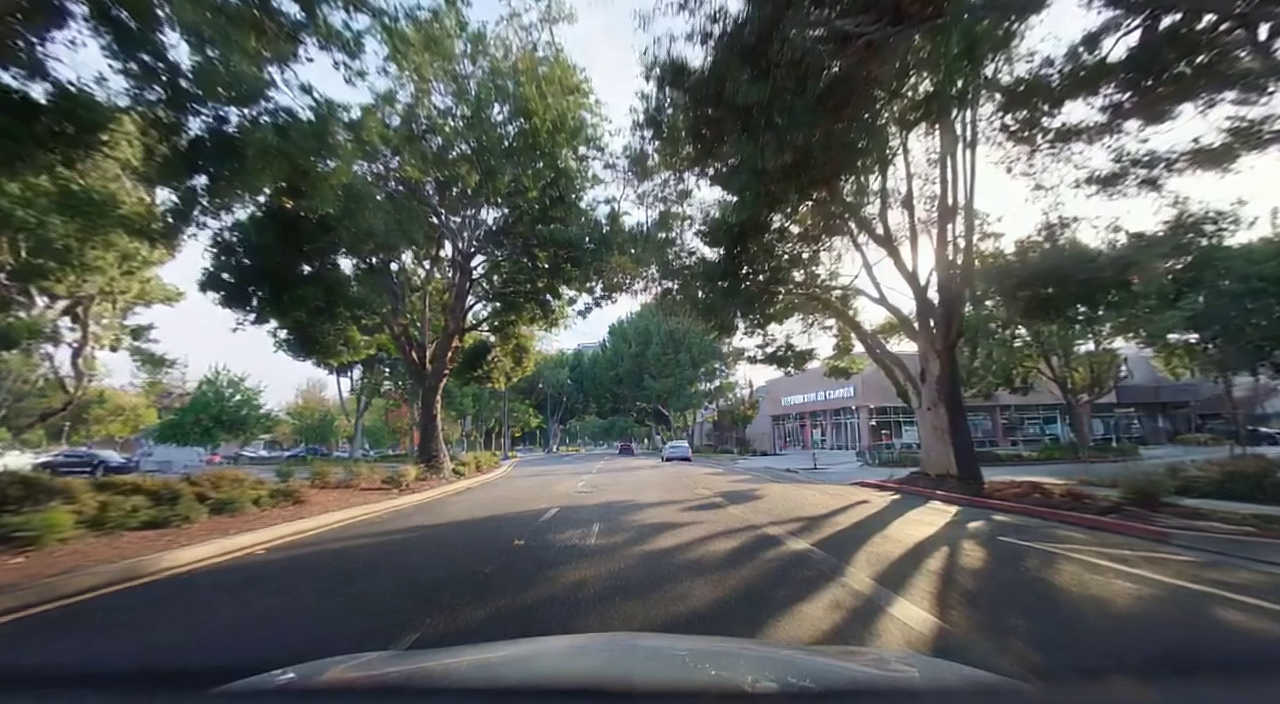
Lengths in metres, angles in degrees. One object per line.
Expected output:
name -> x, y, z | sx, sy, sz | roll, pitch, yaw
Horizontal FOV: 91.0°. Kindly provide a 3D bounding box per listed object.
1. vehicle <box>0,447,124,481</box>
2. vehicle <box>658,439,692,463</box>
vehicle -> -40.280, 7.812, 43.955 | 6.106, 2.040, 2.476 | -2, -8, -2
vehicle -> 2.475, 7.107, 45.331 | 2.020, 1.681, 4.248 | 0, -8, -2
